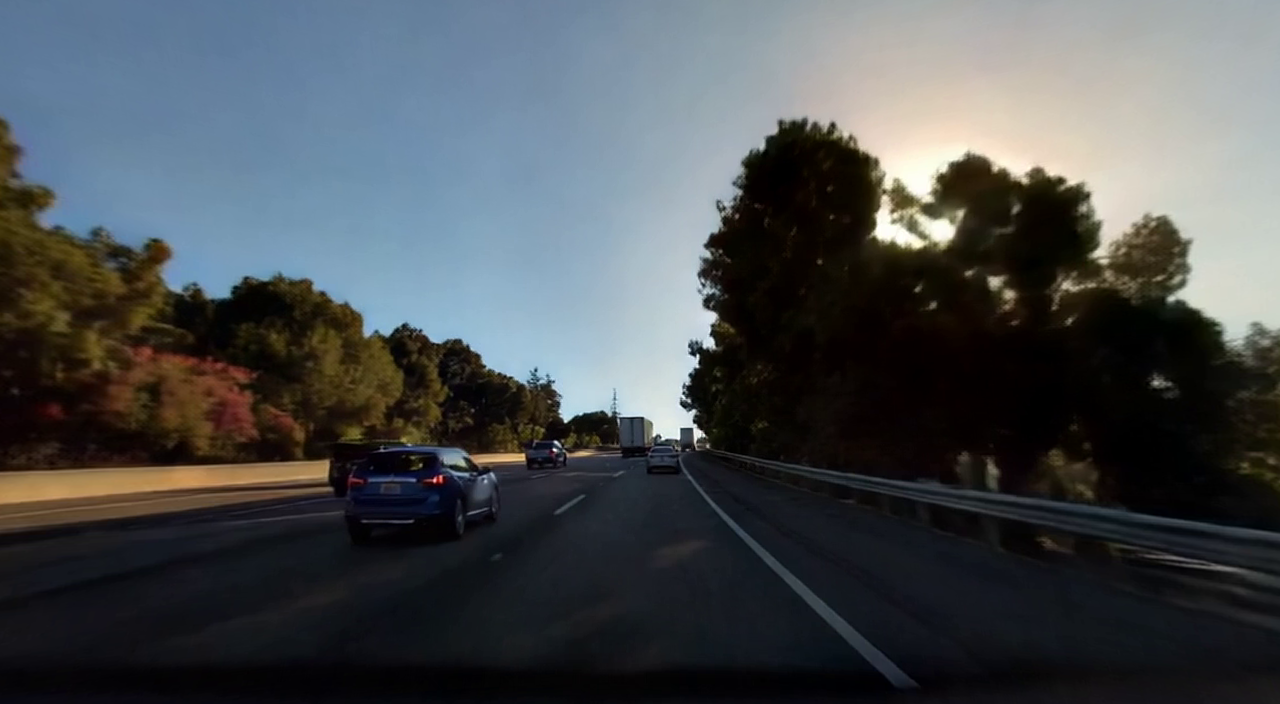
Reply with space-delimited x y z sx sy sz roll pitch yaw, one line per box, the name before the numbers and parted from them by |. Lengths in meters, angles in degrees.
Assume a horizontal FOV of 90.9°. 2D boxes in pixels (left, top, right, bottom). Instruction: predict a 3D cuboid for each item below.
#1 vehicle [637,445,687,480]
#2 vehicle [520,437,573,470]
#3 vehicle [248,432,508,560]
vehicle | 0.968 4.681 26.865 1.984 1.365 3.767 0 -9 3
vehicle | -5.614 6.203 38.627 2.142 1.833 4.854 -1 -9 5
vehicle | -3.571 2.043 9.765 1.916 1.486 4.631 0 -9 2
